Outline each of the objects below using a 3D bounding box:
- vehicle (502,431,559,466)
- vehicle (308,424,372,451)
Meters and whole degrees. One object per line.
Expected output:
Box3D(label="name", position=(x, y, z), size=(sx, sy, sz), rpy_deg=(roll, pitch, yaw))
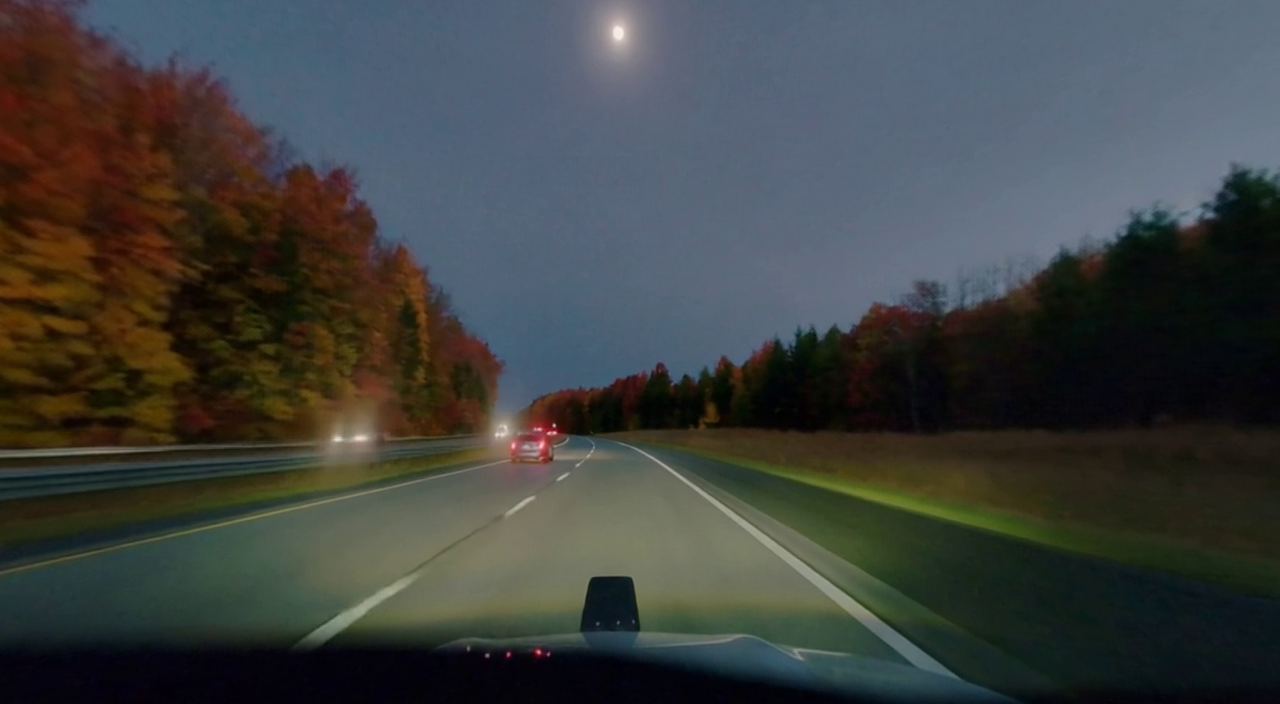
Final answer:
Box3D(label="vehicle", position=(-5.176, 4.628, 30.345), size=(2.073, 1.559, 4.393), rpy_deg=(0, -8, -1))
Box3D(label="vehicle", position=(-18.008, 5.161, 37.972), size=(1.900, 1.517, 4.102), rpy_deg=(0, -8, -1))
